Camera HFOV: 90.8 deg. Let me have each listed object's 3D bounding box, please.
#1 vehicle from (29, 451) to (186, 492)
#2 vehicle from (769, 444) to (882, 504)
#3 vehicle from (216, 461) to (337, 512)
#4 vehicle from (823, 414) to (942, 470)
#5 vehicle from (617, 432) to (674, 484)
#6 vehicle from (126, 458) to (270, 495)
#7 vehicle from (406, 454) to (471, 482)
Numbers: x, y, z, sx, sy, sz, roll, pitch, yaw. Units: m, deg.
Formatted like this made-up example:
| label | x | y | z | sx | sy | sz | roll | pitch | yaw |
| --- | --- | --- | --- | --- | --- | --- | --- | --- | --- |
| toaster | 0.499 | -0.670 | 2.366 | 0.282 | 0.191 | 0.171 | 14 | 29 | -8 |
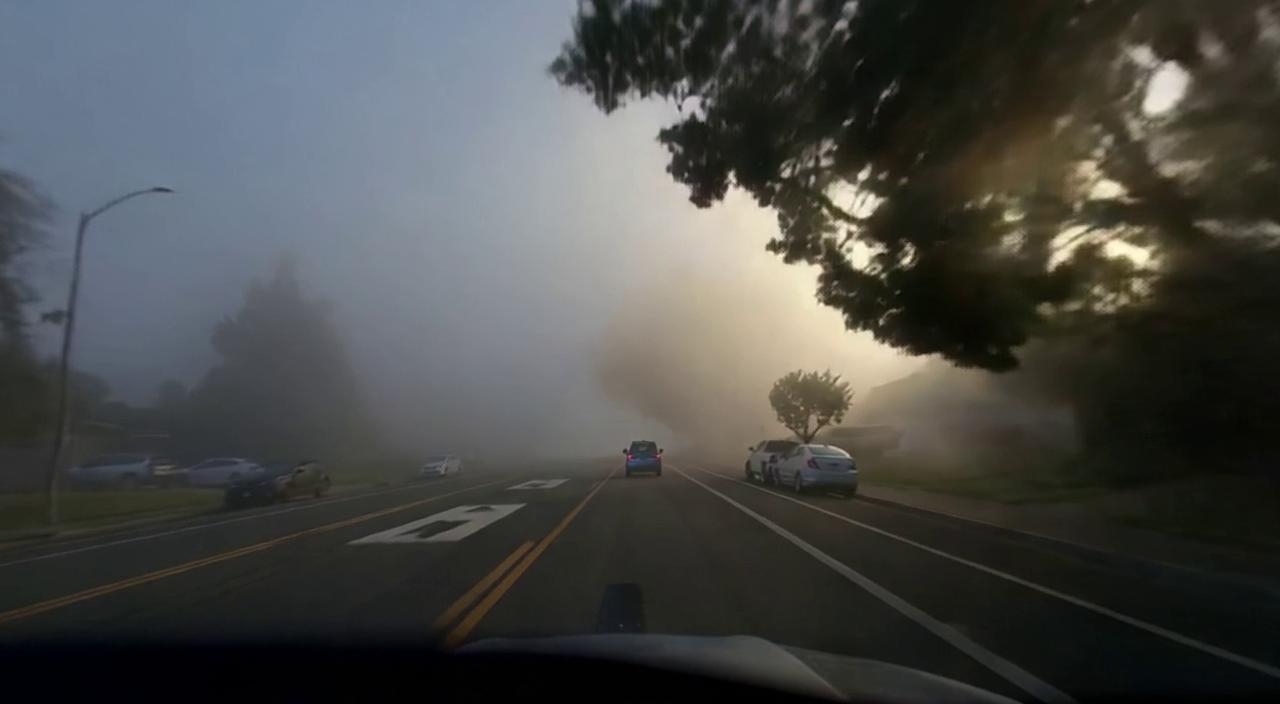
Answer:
| label | x | y | z | sx | sy | sz | roll | pitch | yaw |
| --- | --- | --- | --- | --- | --- | --- | --- | --- | --- |
| vehicle | -24.755 | 5.565 | 29.544 | 5.278 | 1.780 | 2.246 | 0 | -9 | 0 |
| vehicle | 5.064 | 3.356 | 17.892 | 1.902 | 1.472 | 4.139 | 0 | -9 | -1 |
| vehicle | -12.261 | 4.513 | 21.631 | 1.920 | 1.476 | 3.826 | 0 | -9 | -1 |
| vehicle | 11.895 | 4.464 | 31.309 | 4.855 | 2.572 | 2.358 | -1 | -8 | -1 |
| vehicle | 0.179 | 4.378 | 26.439 | 2.153 | 1.942 | 4.767 | 0 | -9 | 0 |
| vehicle | -19.115 | 5.402 | 27.498 | 4.801 | 1.478 | 1.883 | 0 | -9 | -2 |
| vehicle | -12.438 | 7.205 | 39.493 | 2.192 | 1.541 | 5.391 | -1 | -9 | 1 |
